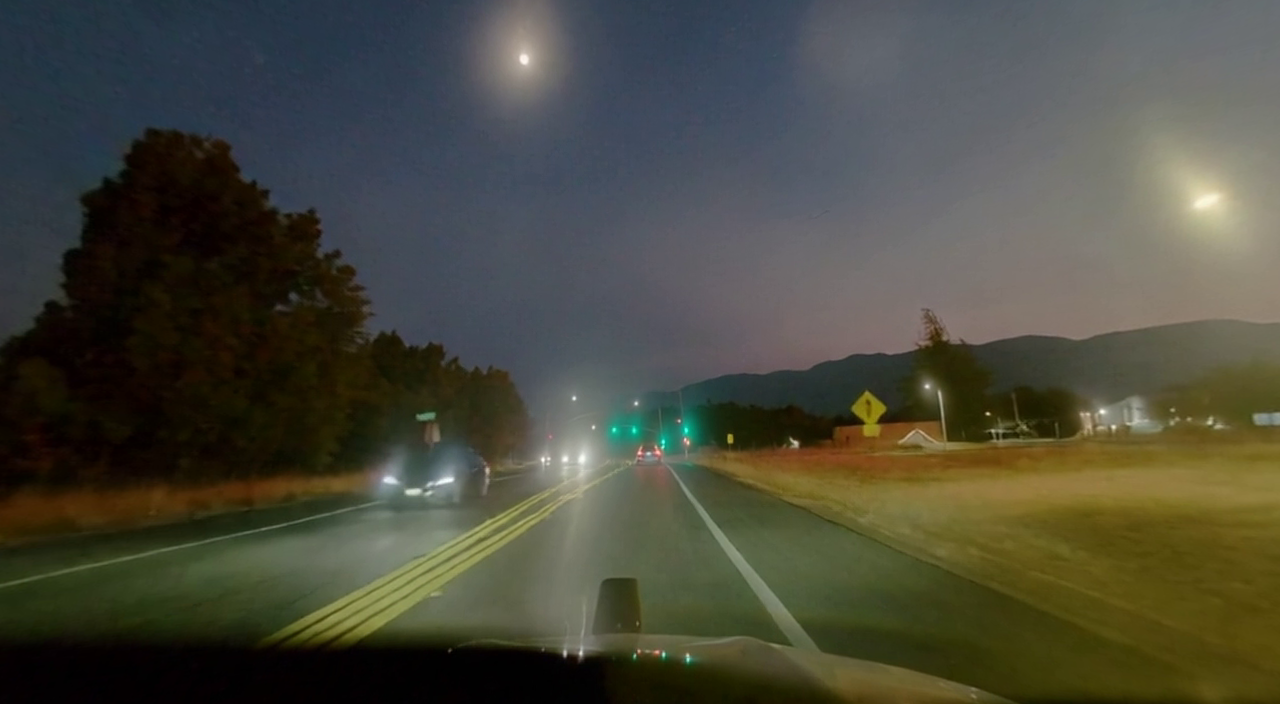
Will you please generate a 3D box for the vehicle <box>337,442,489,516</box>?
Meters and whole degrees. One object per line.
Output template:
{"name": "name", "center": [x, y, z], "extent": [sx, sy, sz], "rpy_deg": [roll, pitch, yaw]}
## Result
{"name": "vehicle", "center": [-5.151, 2.916, 15.103], "extent": [2.002, 1.455, 4.450], "rpy_deg": [-1, -8, -1]}
